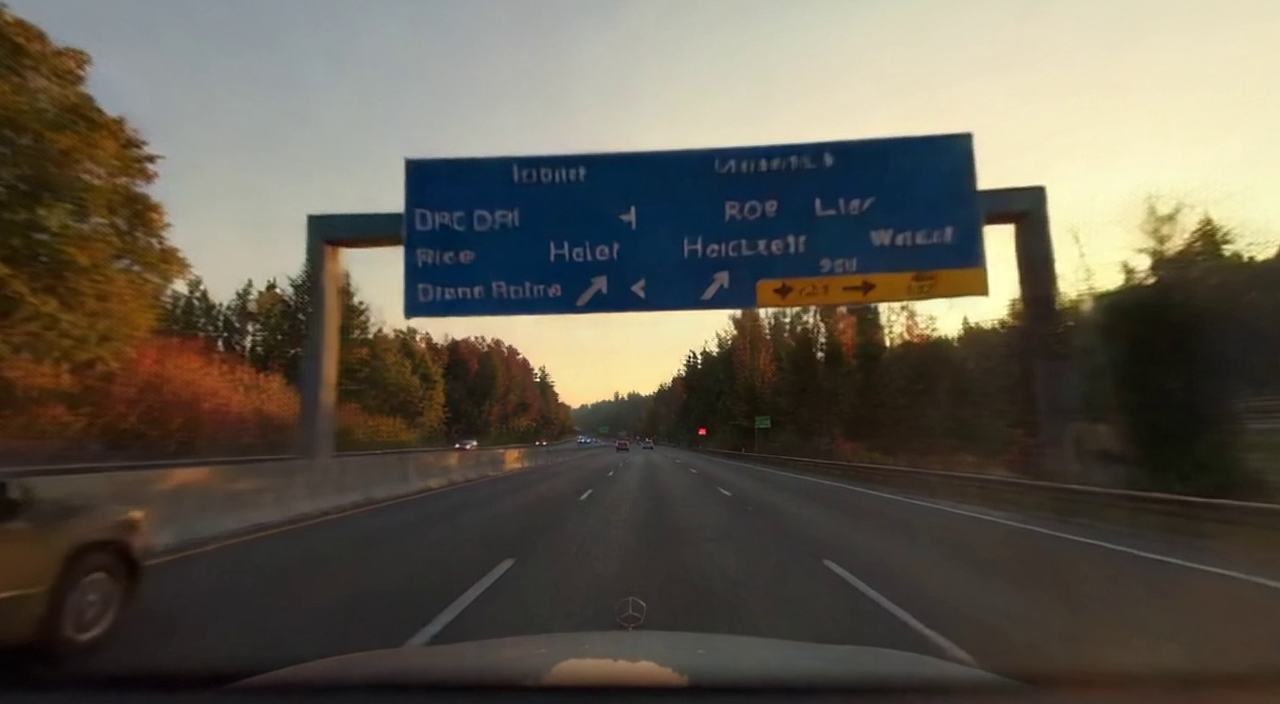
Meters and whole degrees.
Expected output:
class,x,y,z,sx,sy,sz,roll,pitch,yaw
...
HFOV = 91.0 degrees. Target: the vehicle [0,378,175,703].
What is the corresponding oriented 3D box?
class,x,y,z,sx,sy,sz,roll,pitch,yaw
vehicle,-3.982,0.731,1.760,2.051,1.531,4.250,0,-8,1
